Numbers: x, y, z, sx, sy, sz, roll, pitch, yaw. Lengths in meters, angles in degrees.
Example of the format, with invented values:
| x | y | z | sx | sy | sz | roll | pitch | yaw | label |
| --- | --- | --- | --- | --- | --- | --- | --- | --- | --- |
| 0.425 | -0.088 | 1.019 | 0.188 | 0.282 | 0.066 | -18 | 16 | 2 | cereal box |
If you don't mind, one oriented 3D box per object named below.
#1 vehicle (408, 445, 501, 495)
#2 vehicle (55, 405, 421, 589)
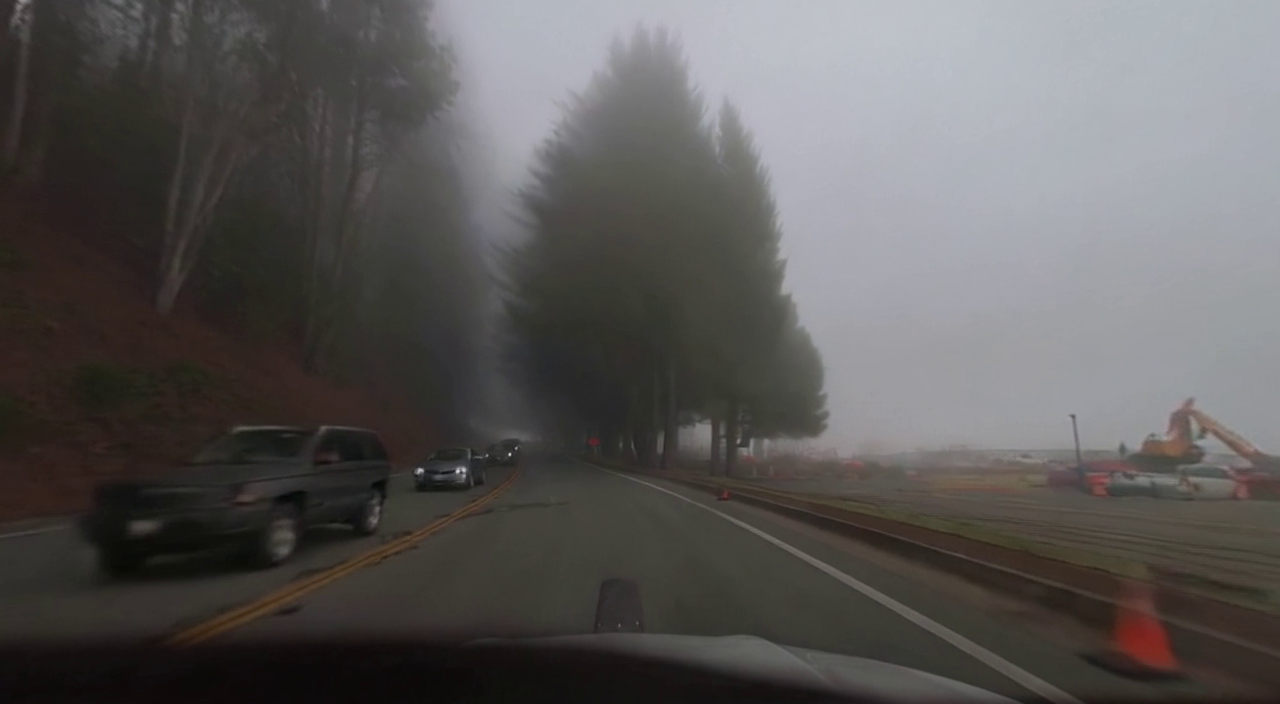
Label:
| x | y | z | sx | sy | sz | roll | pitch | yaw | label |
| --- | --- | --- | --- | --- | --- | --- | --- | --- | --- |
| -5.908 | 3.773 | 20.646 | 1.975 | 1.415 | 4.194 | 0 | -8 | -3 | vehicle |
| -4.972 | 1.837 | 8.884 | 2.193 | 1.885 | 4.474 | 0 | -8 | -1 | vehicle |
